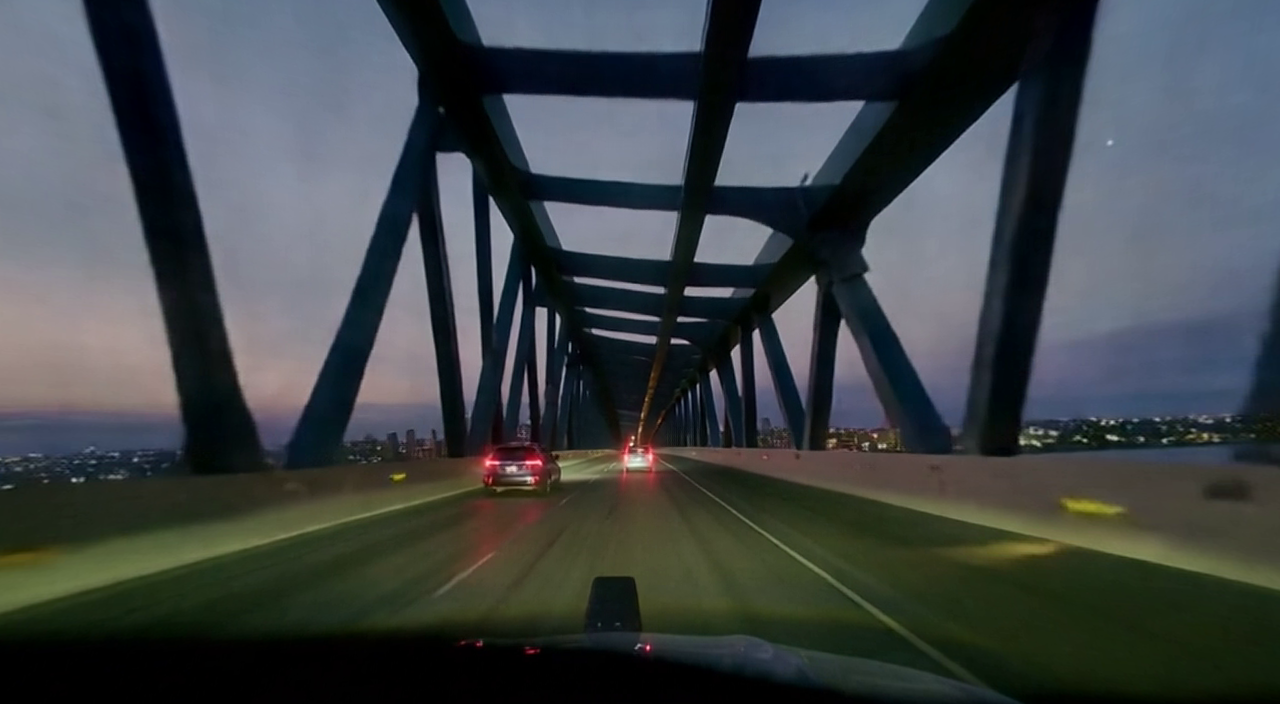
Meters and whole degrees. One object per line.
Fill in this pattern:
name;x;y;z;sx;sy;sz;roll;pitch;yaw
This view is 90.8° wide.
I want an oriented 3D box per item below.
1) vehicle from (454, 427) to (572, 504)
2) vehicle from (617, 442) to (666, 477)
vehicle;-3.318;3.095;17.642;2.190;1.807;4.741;-1;-9;2
vehicle;0.037;4.857;28.806;2.048;1.450;3.973;0;-9;-1
